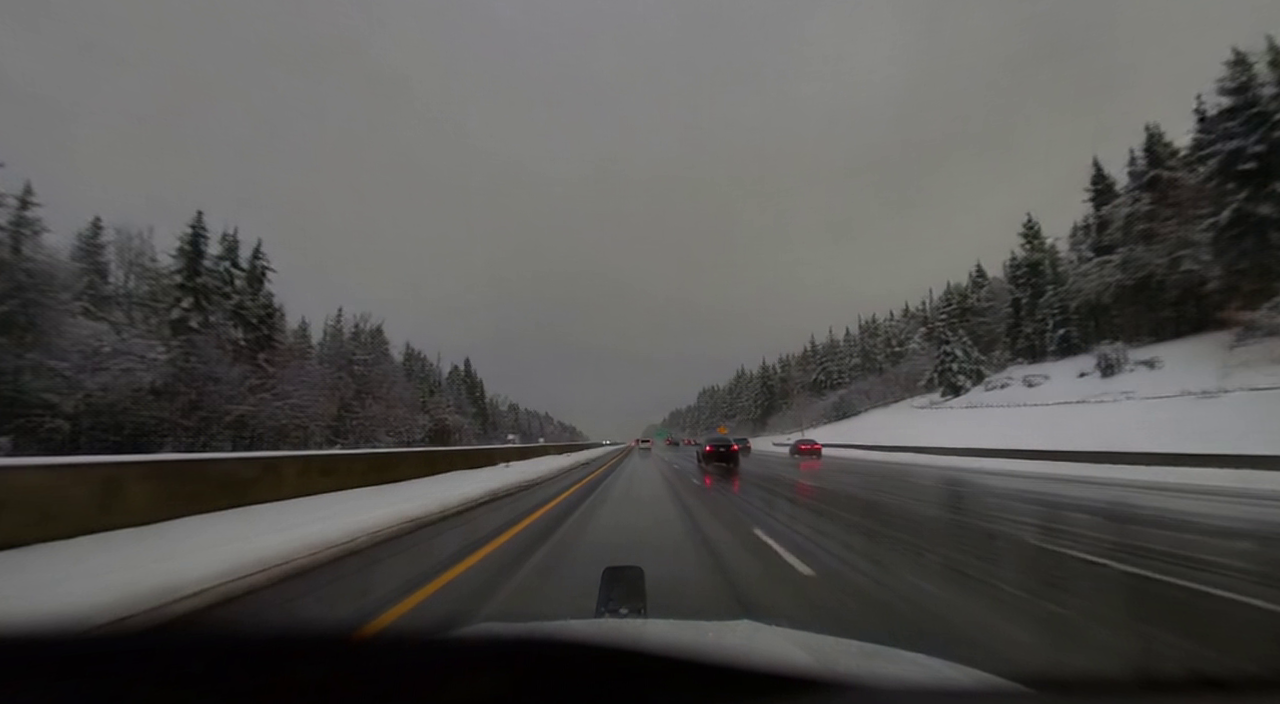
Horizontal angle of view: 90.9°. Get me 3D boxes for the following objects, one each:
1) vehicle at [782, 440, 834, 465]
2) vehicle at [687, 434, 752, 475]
[{"bbox_3d":[10.365,6.217,39.211,1.970,1.479,4.480,0,-8,-1],"label":"vehicle"},{"bbox_3d":[3.436,4.541,28.111,2.326,1.644,4.206,0,-8,-1],"label":"vehicle"}]
